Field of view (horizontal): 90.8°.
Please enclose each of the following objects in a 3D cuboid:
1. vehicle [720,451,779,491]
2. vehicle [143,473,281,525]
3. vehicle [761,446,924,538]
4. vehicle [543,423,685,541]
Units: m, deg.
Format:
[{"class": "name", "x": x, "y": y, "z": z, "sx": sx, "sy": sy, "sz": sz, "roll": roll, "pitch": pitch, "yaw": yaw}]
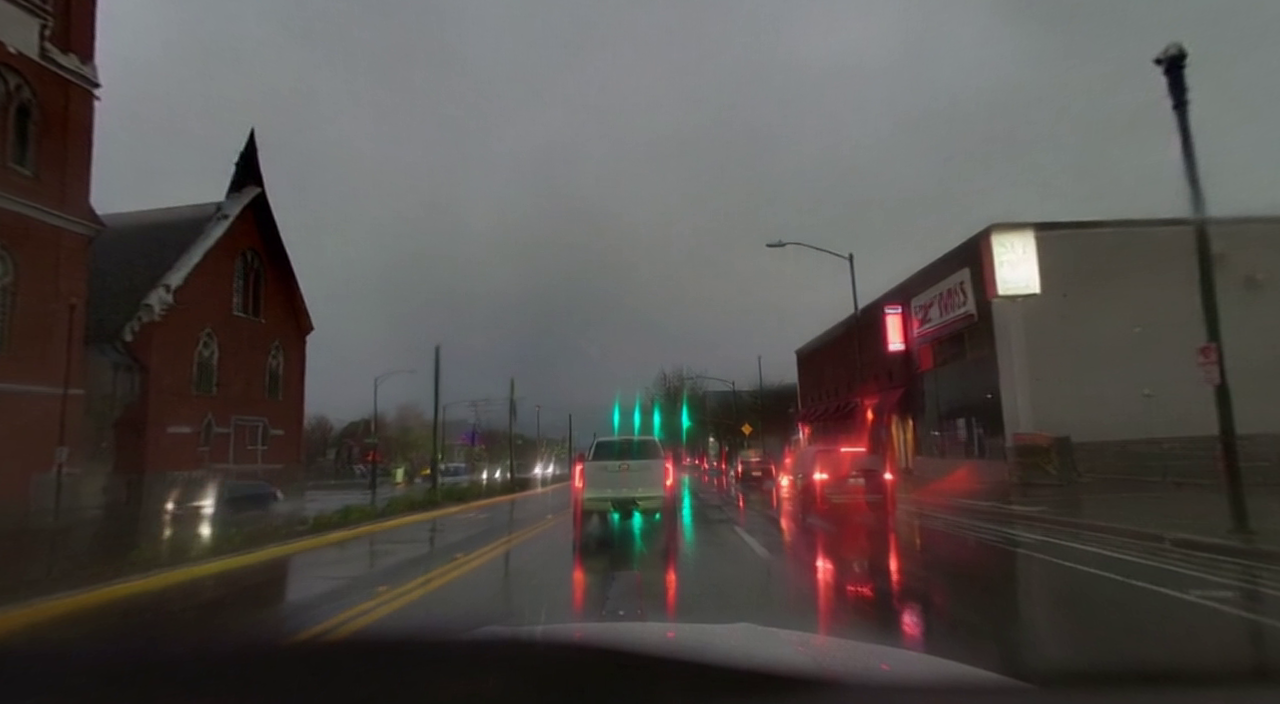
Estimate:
[{"class": "vehicle", "x": 4.520, "y": 4.953, "z": 26.619, "sx": 1.890, "sy": 1.491, "sz": 4.166, "roll": -1, "pitch": -8, "yaw": 2}, {"class": "vehicle", "x": -16.013, "y": 5.496, "z": 24.014, "sx": 1.901, "sy": 1.532, "sz": 4.733, "roll": 0, "pitch": -8, "yaw": 1}, {"class": "vehicle", "x": 3.708, "y": 2.605, "z": 12.511, "sx": 1.883, "sy": 1.472, "sz": 4.471, "roll": 0, "pitch": -8, "yaw": 2}, {"class": "vehicle", "x": -0.309, "y": 2.290, "z": 11.762, "sx": 2.168, "sy": 1.776, "sz": 4.135, "roll": -1, "pitch": -8, "yaw": 2}]
